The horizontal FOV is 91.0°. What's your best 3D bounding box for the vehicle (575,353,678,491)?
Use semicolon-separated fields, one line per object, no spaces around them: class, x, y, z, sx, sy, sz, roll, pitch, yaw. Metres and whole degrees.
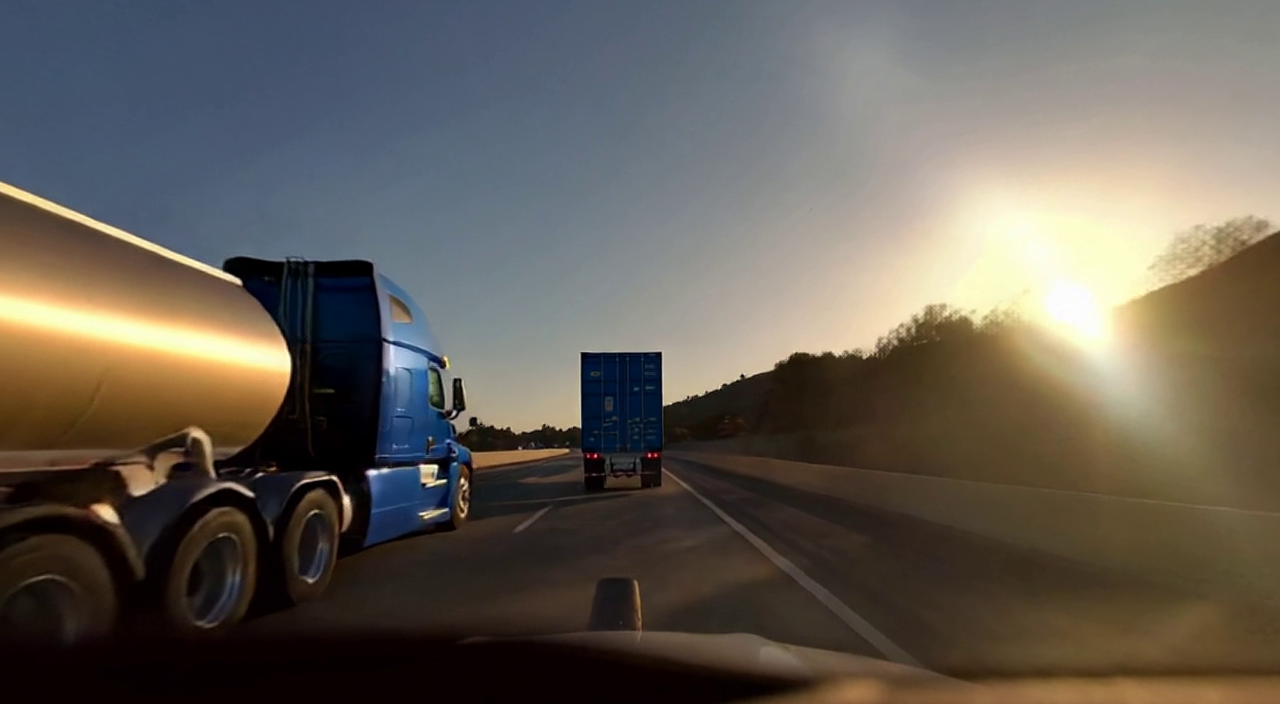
vehicle;-0.347;2.861;23.954;2.942;4.003;11.297;0;-9;0

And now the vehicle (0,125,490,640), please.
vehicle;-4.216;0.535;7.281;3.418;3.652;5.690;0;-9;1
